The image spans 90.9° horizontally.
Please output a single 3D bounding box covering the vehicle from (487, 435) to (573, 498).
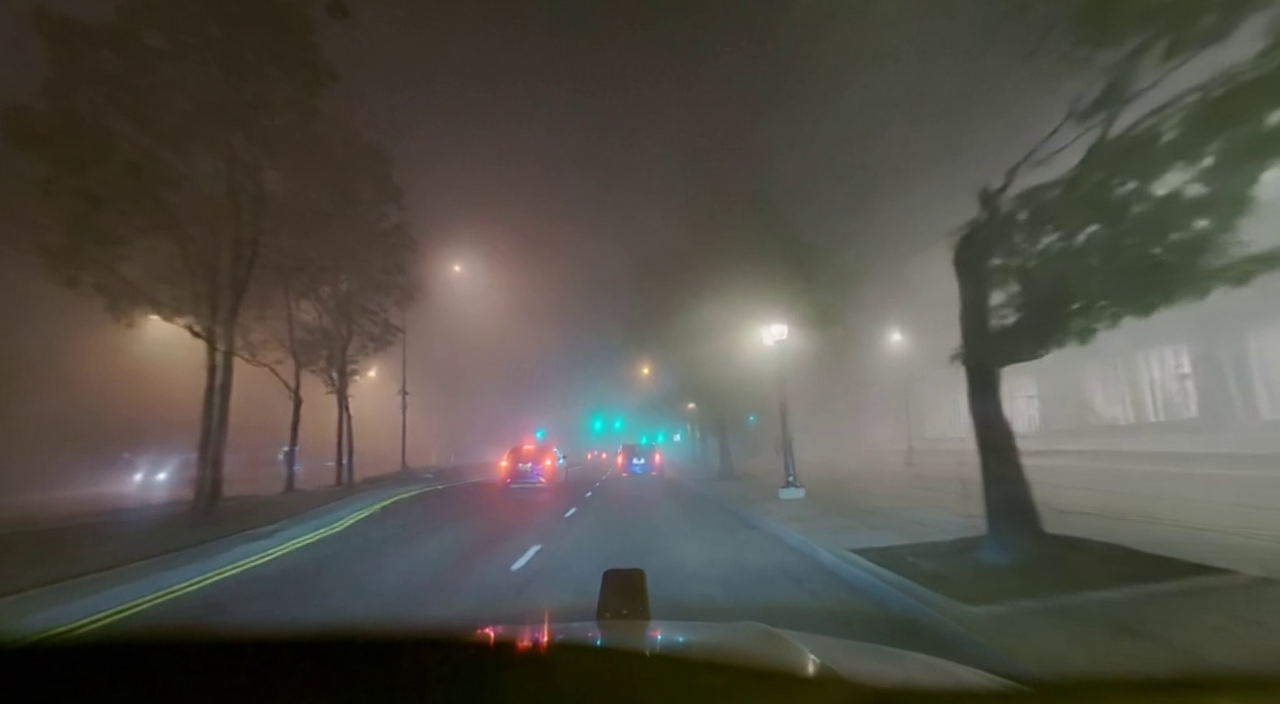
[{"bbox_3d":[-3.296,3.502,19.620,1.940,1.722,3.823,0,-8,1],"label":"vehicle"}]

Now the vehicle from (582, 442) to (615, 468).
[{"bbox_3d":[-3.065,7.697,47.377,2.220,1.847,4.587,0,-8,0],"label":"vehicle"}]

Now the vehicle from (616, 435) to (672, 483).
[{"bbox_3d":[0.147,4.323,25.743,2.120,1.758,3.917,0,-8,0],"label":"vehicle"}]

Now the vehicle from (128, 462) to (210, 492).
[{"bbox_3d":[-31.104,8.233,41.810,1.929,1.671,4.597,0,-8,-2],"label":"vehicle"}]
